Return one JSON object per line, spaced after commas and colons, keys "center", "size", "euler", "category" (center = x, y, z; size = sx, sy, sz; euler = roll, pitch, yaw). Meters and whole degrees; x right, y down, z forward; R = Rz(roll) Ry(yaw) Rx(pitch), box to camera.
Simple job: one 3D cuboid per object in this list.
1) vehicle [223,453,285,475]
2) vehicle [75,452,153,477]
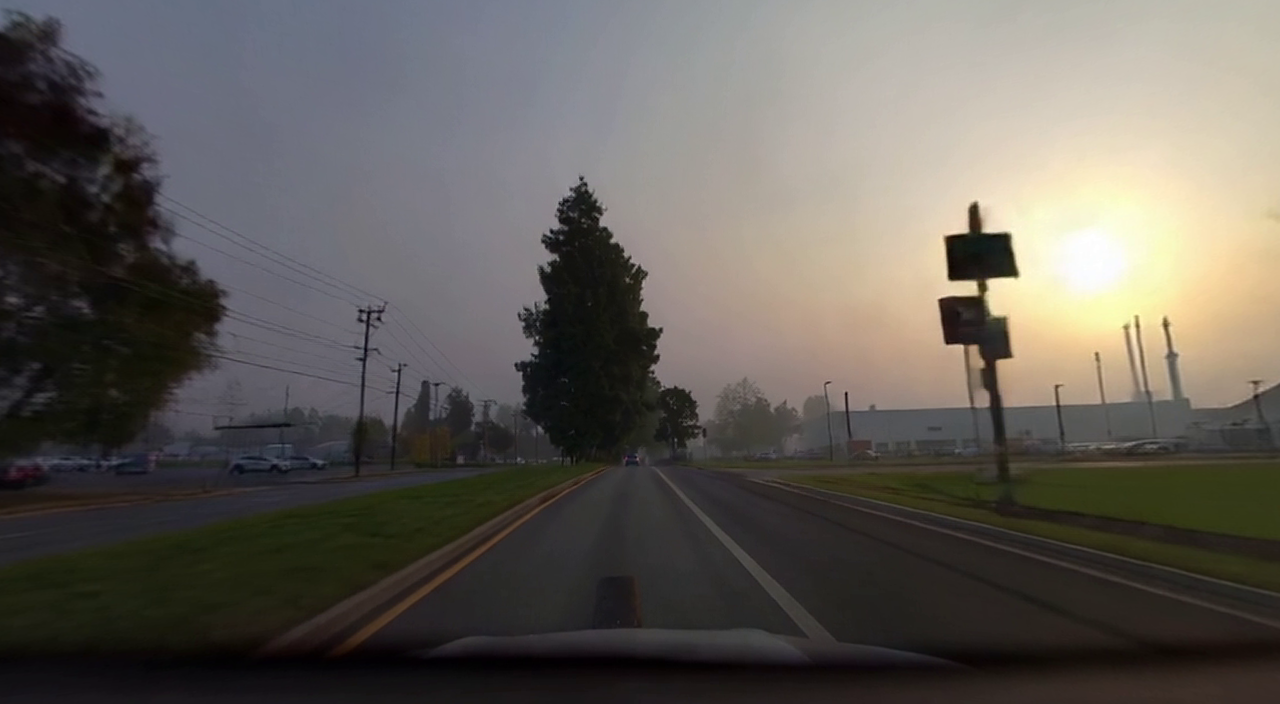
{"center": [-28.015, 8.130, 46.109], "size": [1.808, 1.441, 4.386], "euler": [0, -9, -1], "category": "vehicle"}
{"center": [-37.792, 8.056, 45.615], "size": [1.903, 1.674, 4.493], "euler": [1, -9, -3], "category": "vehicle"}
